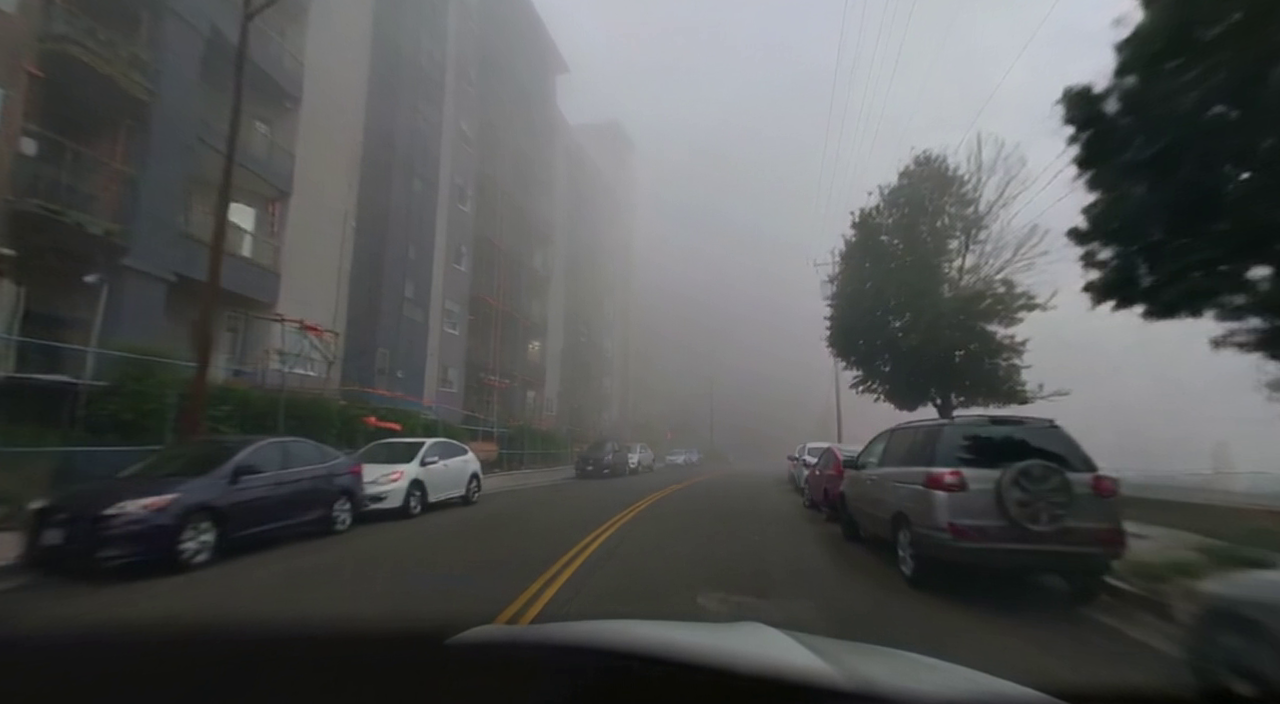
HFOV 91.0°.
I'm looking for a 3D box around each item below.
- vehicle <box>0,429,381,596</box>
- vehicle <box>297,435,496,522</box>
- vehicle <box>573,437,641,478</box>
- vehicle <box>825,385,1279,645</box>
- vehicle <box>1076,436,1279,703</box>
[{"bbox_3d":[-5.676,1.866,8.399,2.020,1.519,4.944,0,-9,4],"label":"vehicle"},{"bbox_3d":[-5.103,2.711,14.121,1.966,1.568,4.705,-1,-9,10],"label":"vehicle"},{"bbox_3d":[-1.532,5.238,31.418,1.953,1.871,4.712,-2,-9,16],"label":"vehicle"},{"bbox_3d":[4.101,1.695,7.800,2.184,2.035,5.422,0,-9,3],"label":"vehicle"},{"bbox_3d":[4.004,1.021,1.857,1.976,1.560,5.158,0,-9,3],"label":"vehicle"}]
